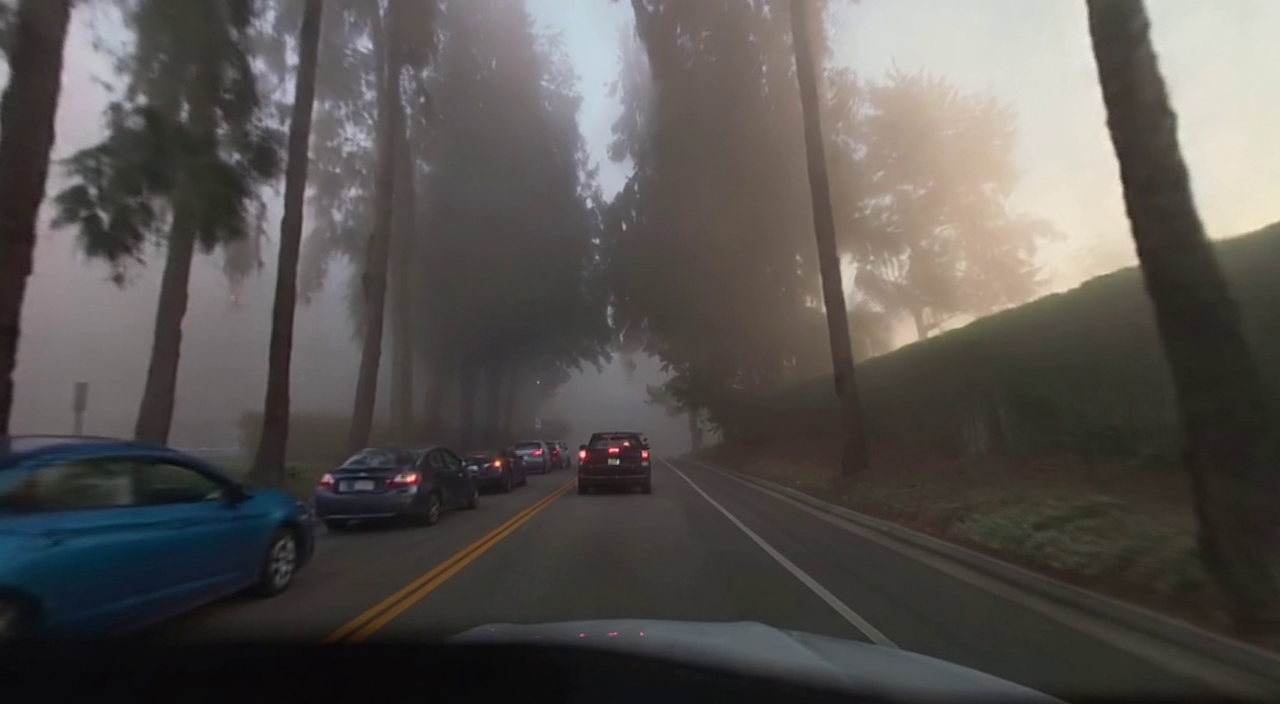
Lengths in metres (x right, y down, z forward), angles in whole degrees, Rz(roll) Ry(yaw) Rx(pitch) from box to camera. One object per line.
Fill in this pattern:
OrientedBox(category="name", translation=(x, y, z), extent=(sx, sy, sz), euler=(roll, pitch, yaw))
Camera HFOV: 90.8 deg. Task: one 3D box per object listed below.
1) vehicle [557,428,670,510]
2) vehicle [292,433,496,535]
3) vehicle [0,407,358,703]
OrientedBox(category="vehicle", translation=(-0.529, 2.489, 13.943), extent=(2.127, 1.517, 4.090), euler=(0, -8, -1))
OrientedBox(category="vehicle", translation=(-3.903, 2.138, 10.895), extent=(1.784, 1.408, 4.141), euler=(0, -8, 1))
OrientedBox(category="vehicle", translation=(-3.942, 1.166, 4.126), extent=(1.968, 1.459, 4.734), euler=(0, -8, 1))
